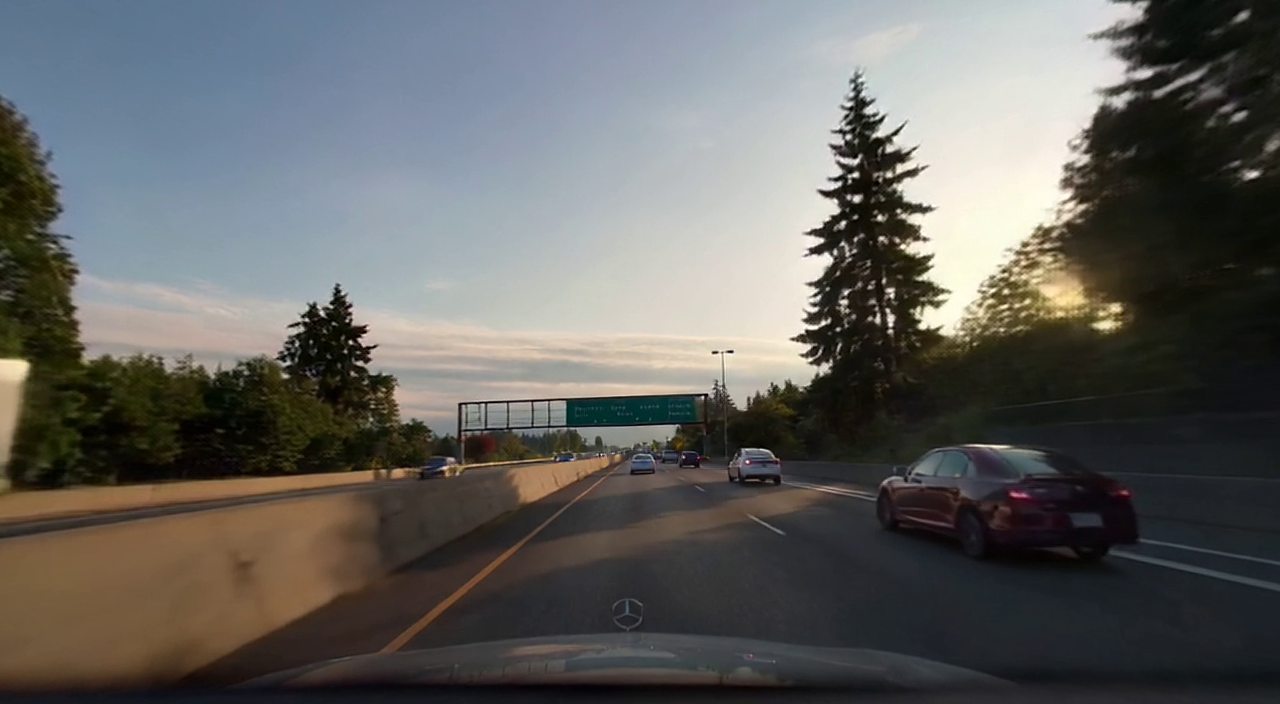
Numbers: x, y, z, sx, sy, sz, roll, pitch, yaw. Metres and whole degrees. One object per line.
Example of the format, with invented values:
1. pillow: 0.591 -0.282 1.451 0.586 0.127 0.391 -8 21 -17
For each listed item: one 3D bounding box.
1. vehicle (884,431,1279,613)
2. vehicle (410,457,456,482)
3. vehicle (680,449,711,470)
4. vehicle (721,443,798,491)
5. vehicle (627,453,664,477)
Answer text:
1. vehicle: 4.548 1.725 7.231 1.952 1.495 3.740 0 -9 -1
2. vehicle: -13.544 7.691 41.473 1.727 1.466 3.671 0 -9 1
3. vehicle: 4.284 8.400 49.454 1.935 1.594 3.981 0 -9 -2
4. vehicle: 4.415 4.318 24.064 1.969 1.639 4.472 0 -9 -1
5. vehicle: 0.314 6.515 36.584 2.012 1.320 3.777 0 -9 0
